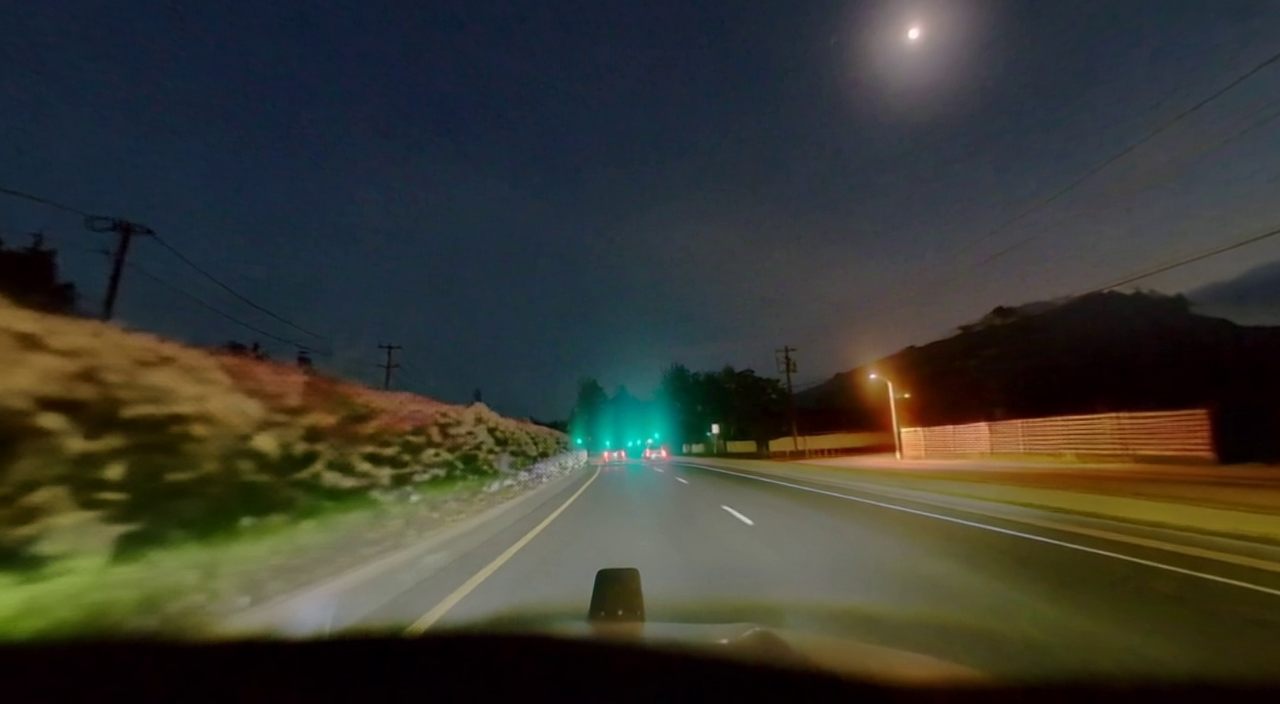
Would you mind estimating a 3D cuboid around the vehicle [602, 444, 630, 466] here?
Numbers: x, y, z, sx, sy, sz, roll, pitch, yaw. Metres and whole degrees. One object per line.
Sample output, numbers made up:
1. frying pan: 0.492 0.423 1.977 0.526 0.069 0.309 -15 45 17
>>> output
1. vehicle: -1.925 7.982 48.909 2.005 1.633 4.044 1 -8 -4
